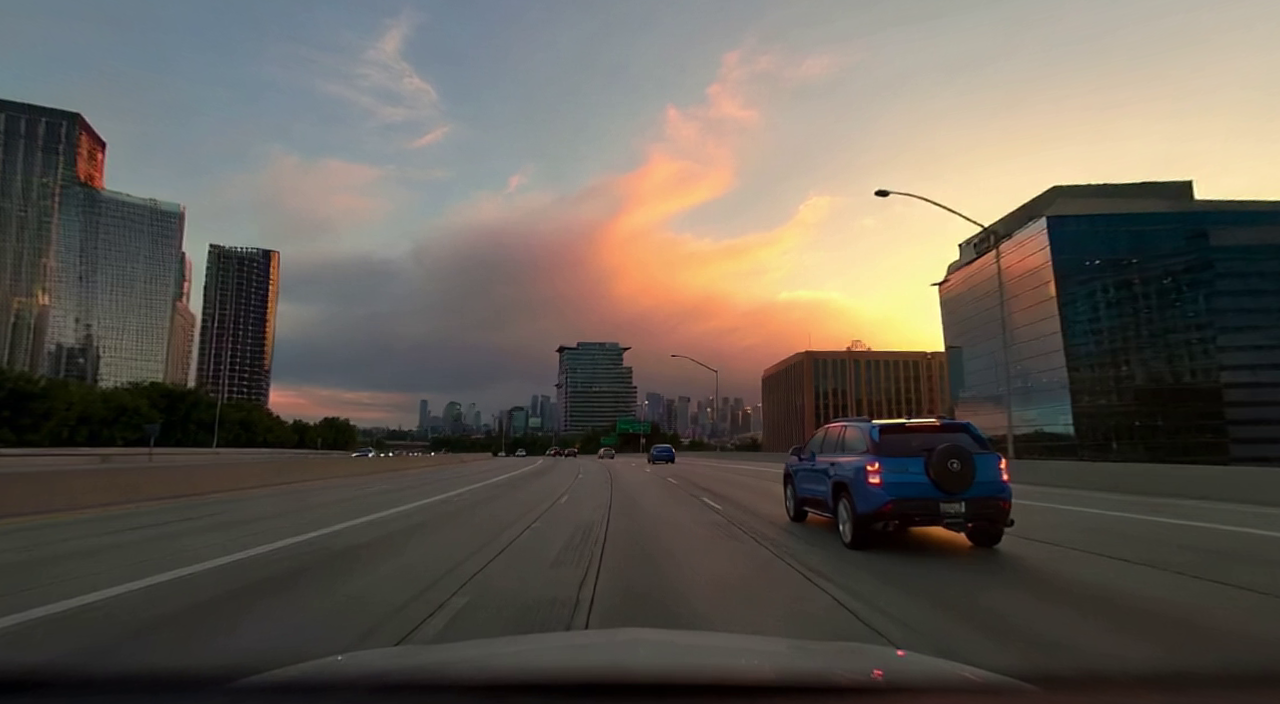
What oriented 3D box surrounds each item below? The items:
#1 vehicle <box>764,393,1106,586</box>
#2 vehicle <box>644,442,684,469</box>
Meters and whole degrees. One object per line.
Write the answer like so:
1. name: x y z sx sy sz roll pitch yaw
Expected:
1. vehicle: 3.267 1.632 8.301 2.182 1.826 4.392 0 -9 -3
2. vehicle: 1.613 7.213 44.148 2.110 1.780 4.682 1 -9 -6
